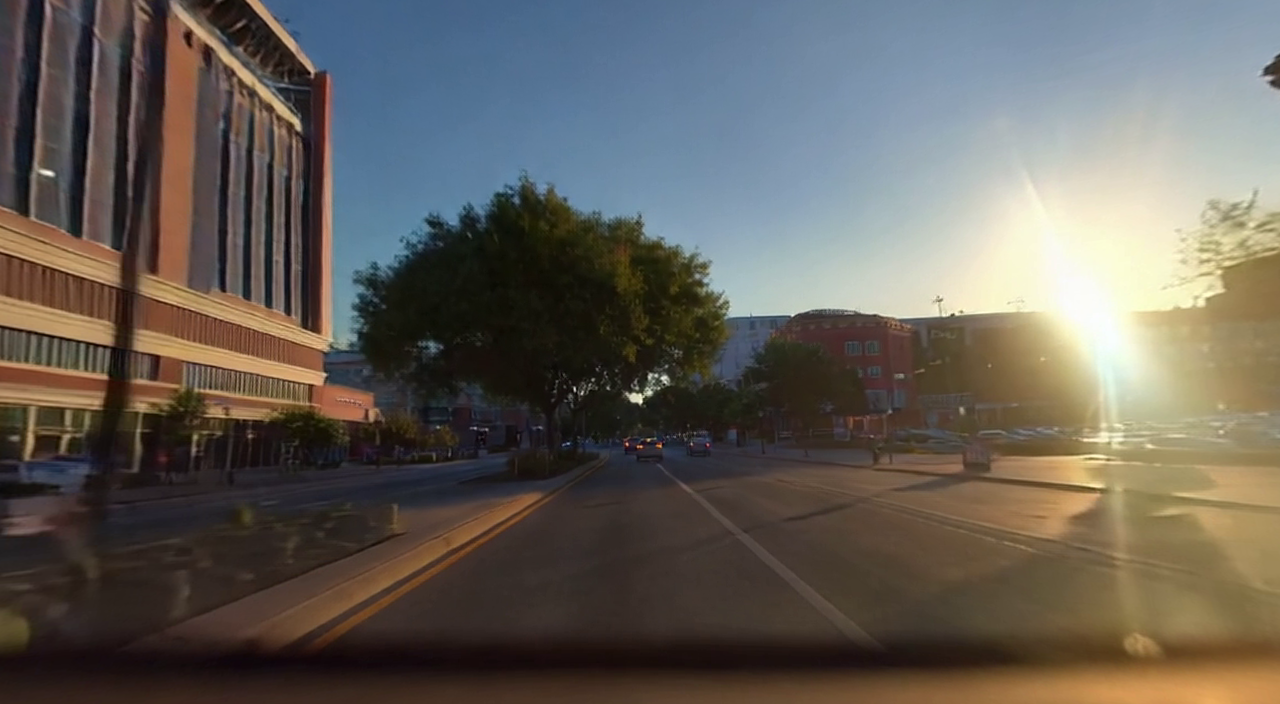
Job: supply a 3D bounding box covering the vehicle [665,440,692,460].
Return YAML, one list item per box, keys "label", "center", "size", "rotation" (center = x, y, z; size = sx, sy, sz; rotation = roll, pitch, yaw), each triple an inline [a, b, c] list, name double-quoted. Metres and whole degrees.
- label: "vehicle"
  center: [2.846, 7.366, 47.486]
  size: [1.685, 1.441, 3.795]
  rotation: [0, -8, -1]

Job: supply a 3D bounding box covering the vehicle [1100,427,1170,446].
- label: "vehicle"
  center: [39.038, 6.644, 49.979]
  size: [1.853, 1.422, 4.585]
  rotation: [0, -7, 0]

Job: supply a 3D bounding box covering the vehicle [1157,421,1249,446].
- label: "vehicle"
  center: [38.714, 5.662, 43.629]
  size: [1.915, 1.653, 4.732]
  rotation: [0, -8, -1]

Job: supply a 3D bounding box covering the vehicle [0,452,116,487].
- label: "vehicle"
  center: [-30.271, 6.052, 32.627]
  size: [4.621, 1.670, 1.895]
  rotation: [0, -8, -1]

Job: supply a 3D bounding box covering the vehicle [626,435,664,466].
- label: "vehicle"
  center: [0.266, 5.677, 36.549]
  size: [2.100, 1.683, 4.231]
  rotation: [0, -8, 0]
